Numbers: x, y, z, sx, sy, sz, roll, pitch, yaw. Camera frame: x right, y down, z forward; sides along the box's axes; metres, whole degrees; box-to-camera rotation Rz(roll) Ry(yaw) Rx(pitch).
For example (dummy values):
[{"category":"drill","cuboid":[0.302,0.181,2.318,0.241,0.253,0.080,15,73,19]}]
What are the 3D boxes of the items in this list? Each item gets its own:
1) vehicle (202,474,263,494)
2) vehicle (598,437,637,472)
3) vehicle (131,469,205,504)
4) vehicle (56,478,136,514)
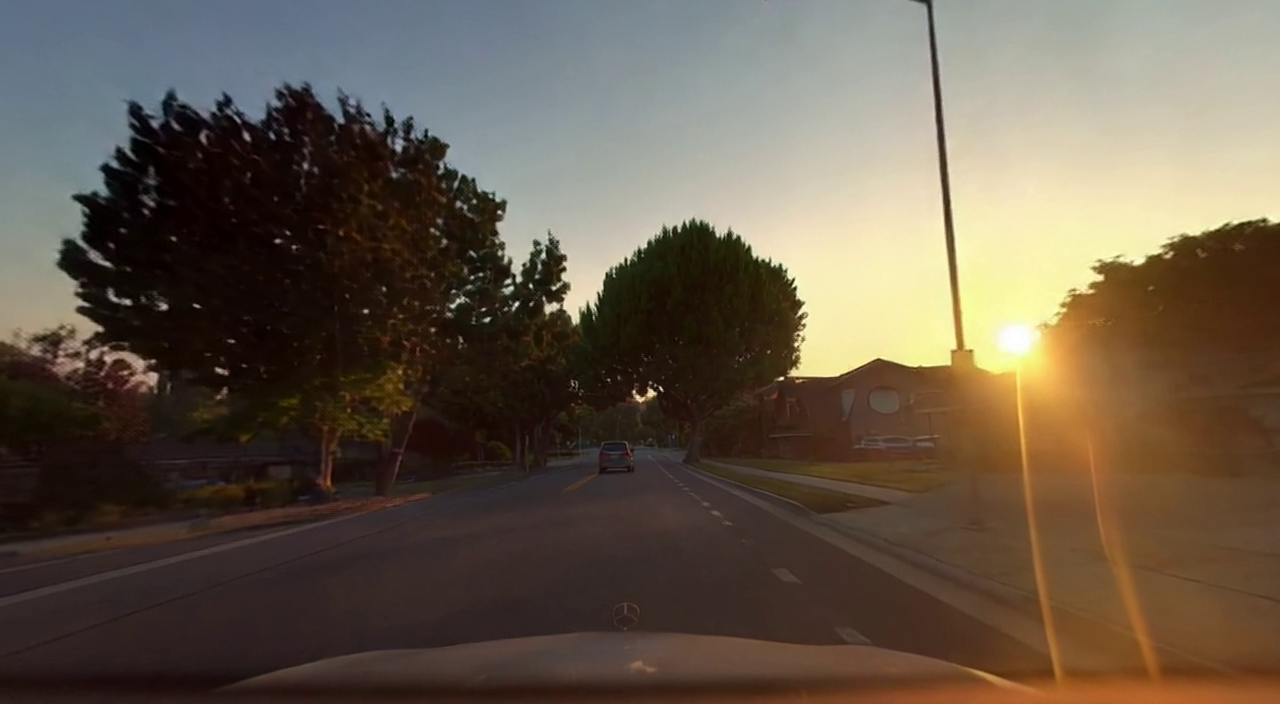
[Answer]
[{"category":"vehicle","cuboid":[-30.930,10.009,47.958,3.502,1.310,1.729,-1,-8,5]},{"category":"vehicle","cuboid":[-1.320,6.287,38.981,2.210,2.023,4.663,0,-8,0]},{"category":"vehicle","cuboid":[-31.497,8.956,42.222,3.633,1.696,1.754,-8,-9,-1]},{"category":"vehicle","cuboid":[-29.955,7.892,34.944,1.926,1.552,4.355,3,-9,-21]}]
